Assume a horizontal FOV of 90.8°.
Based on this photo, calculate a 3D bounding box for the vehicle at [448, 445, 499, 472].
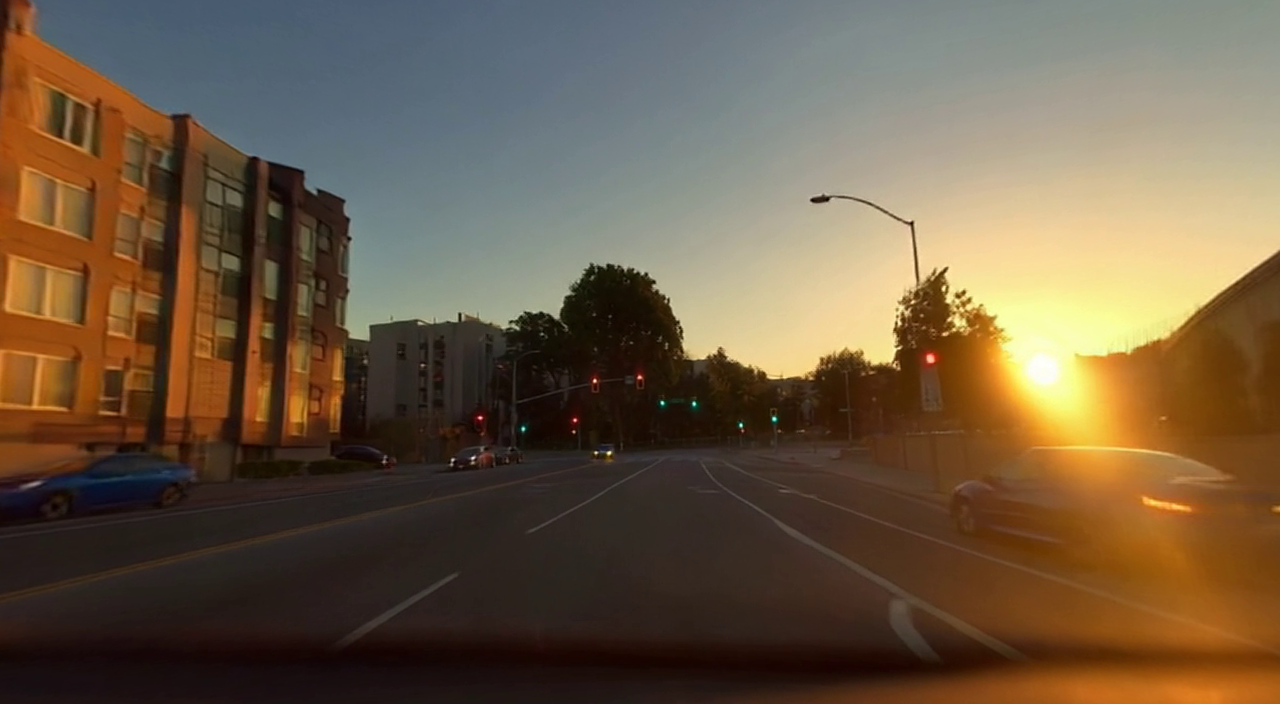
[{"bbox_3d":[-10.253,6.565,39.168,1.868,1.520,3.796,-1,-8,3],"label":"vehicle"}]

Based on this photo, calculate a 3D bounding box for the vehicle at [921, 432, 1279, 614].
[{"bbox_3d":[5.706,1.802,7.916,2.010,1.473,5.353,0,-8,1],"label":"vehicle"}]

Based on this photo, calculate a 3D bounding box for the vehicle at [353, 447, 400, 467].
[{"bbox_3d":[-20.746,8.245,49.877,1.788,1.487,3.880,0,-8,3],"label":"vehicle"}]

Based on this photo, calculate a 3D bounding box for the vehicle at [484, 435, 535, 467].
[{"bbox_3d":[-9.552,7.296,46.667,2.268,2.181,5.482,-1,-8,4],"label":"vehicle"}]

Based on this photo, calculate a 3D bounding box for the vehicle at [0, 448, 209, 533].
[{"bbox_3d":[-12.248,2.869,13.840,1.894,1.493,4.902,-1,-8,5],"label":"vehicle"}]
